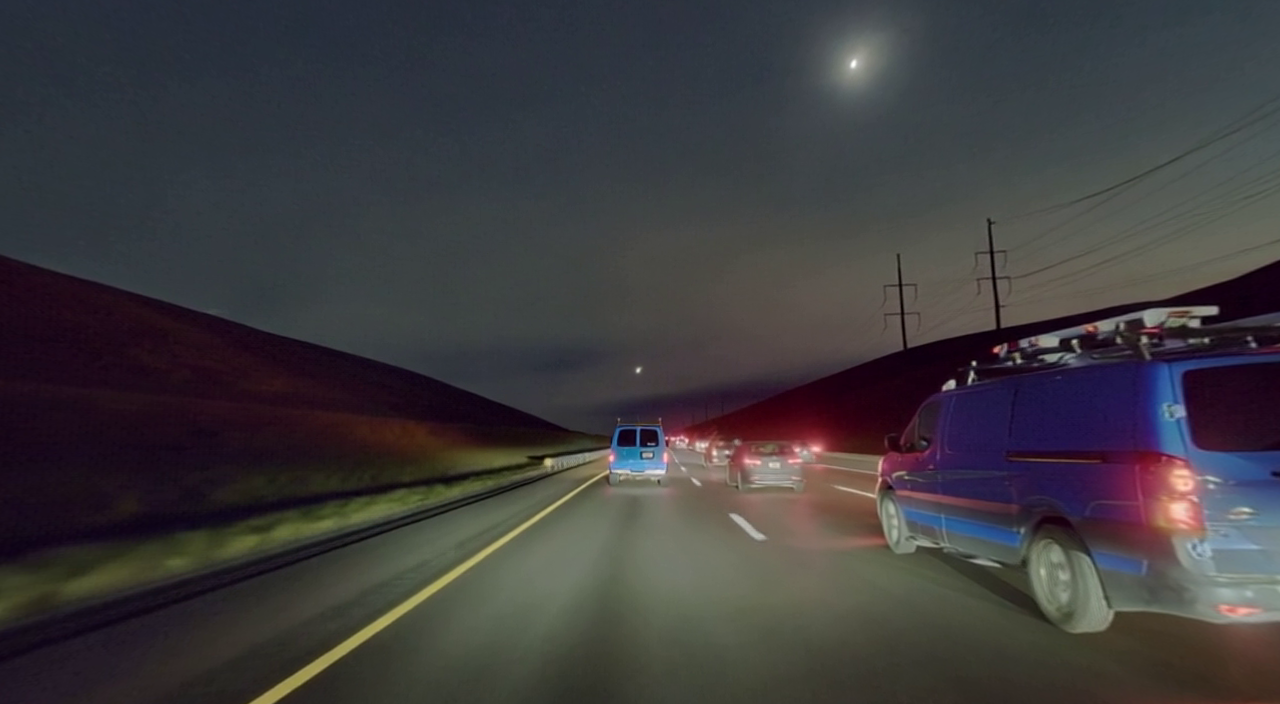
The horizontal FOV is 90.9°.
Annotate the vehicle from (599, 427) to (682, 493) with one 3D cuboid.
[{"bbox_3d":[0.052,3.273,19.484,2.268,1.772,4.523,0,-8,1],"label":"vehicle"}]

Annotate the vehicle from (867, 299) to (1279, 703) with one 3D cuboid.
[{"bbox_3d":[3.903,0.976,4.098,2.691,1.901,5.744,0,-8,0],"label":"vehicle"}]

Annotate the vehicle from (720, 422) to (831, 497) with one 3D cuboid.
[{"bbox_3d":[3.610,2.972,17.752,2.139,1.821,4.480,0,-8,0],"label":"vehicle"}]
